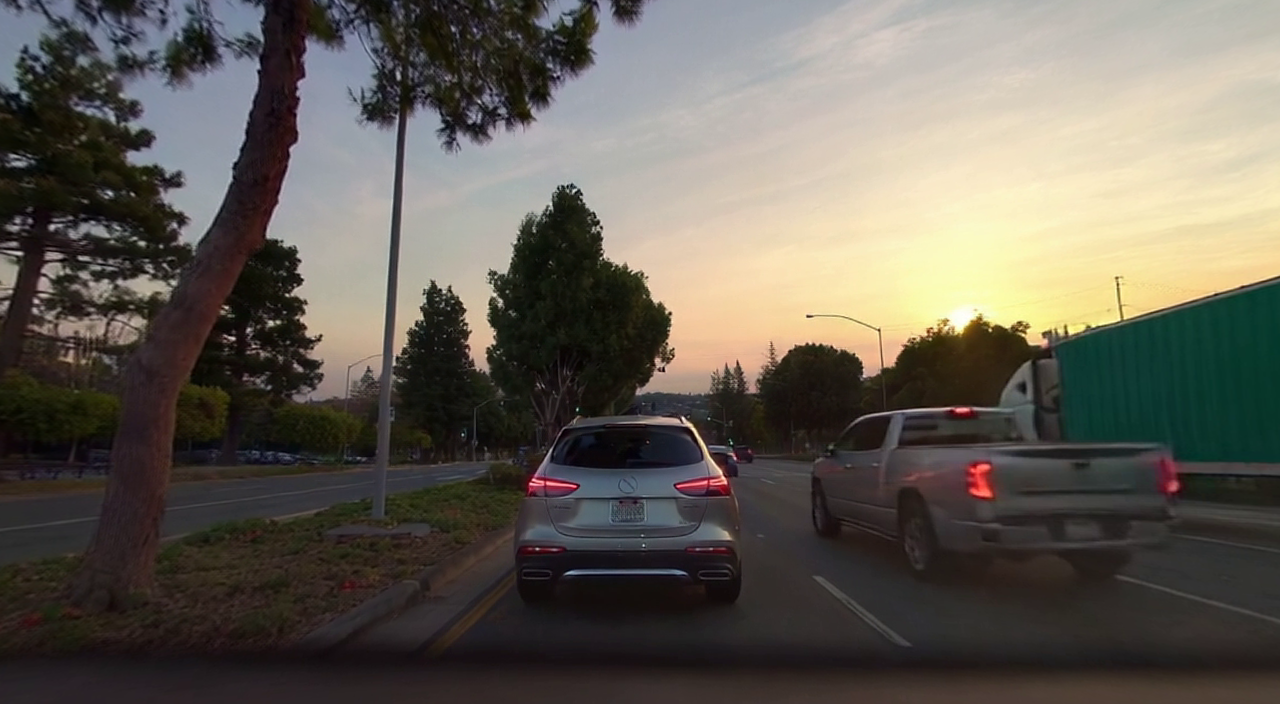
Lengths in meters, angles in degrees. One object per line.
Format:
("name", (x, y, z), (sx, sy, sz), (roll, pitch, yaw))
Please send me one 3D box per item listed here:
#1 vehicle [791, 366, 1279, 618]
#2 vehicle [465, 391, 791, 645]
("vehicle", (3.954, 1.553, 8.135), (2.440, 1.962, 6.363), (0, -8, 0))
("vehicle", (-0.090, 1.414, 6.321), (2.172, 1.694, 4.055), (0, -8, 0))
